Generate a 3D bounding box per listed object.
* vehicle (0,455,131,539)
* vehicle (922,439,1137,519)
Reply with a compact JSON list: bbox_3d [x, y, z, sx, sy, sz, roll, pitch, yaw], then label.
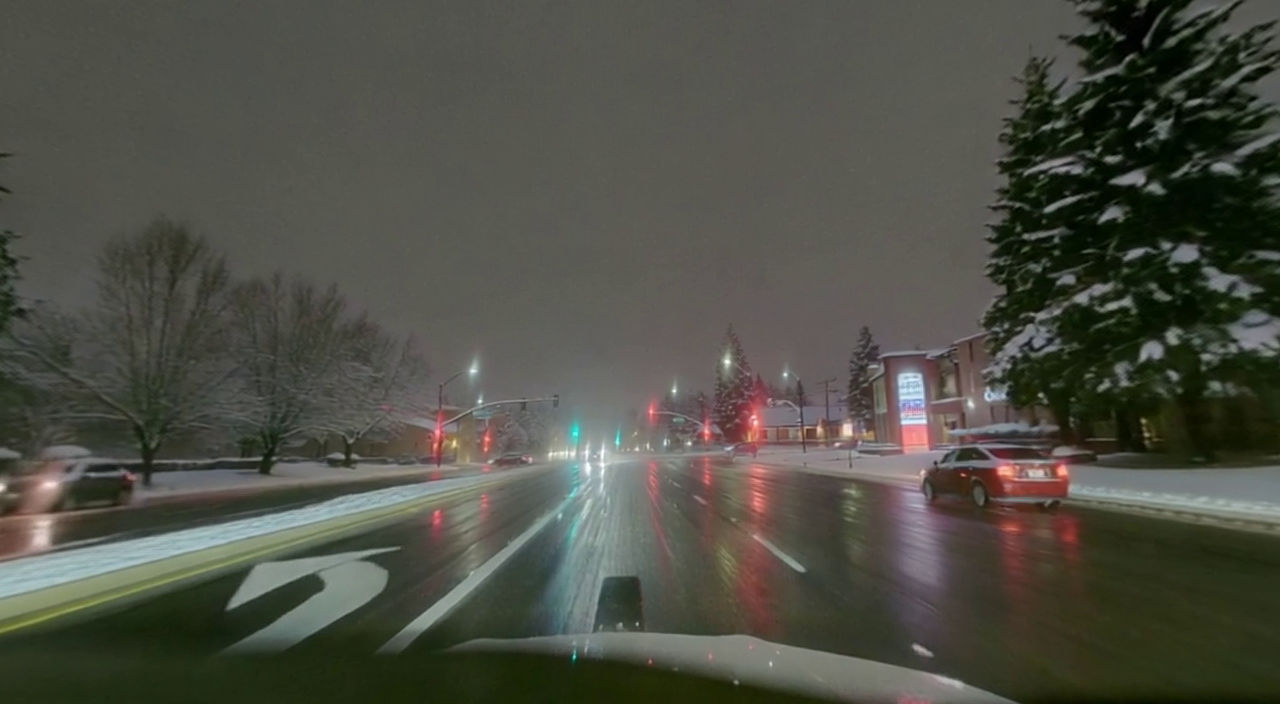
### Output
[{"bbox_3d":[-12.851,3.133,14.344,1.857,1.494,4.523,6,-11,-38],"label":"vehicle"},{"bbox_3d":[8.193,2.676,13.880,1.936,1.460,4.258,0,-8,-1],"label":"vehicle"}]
